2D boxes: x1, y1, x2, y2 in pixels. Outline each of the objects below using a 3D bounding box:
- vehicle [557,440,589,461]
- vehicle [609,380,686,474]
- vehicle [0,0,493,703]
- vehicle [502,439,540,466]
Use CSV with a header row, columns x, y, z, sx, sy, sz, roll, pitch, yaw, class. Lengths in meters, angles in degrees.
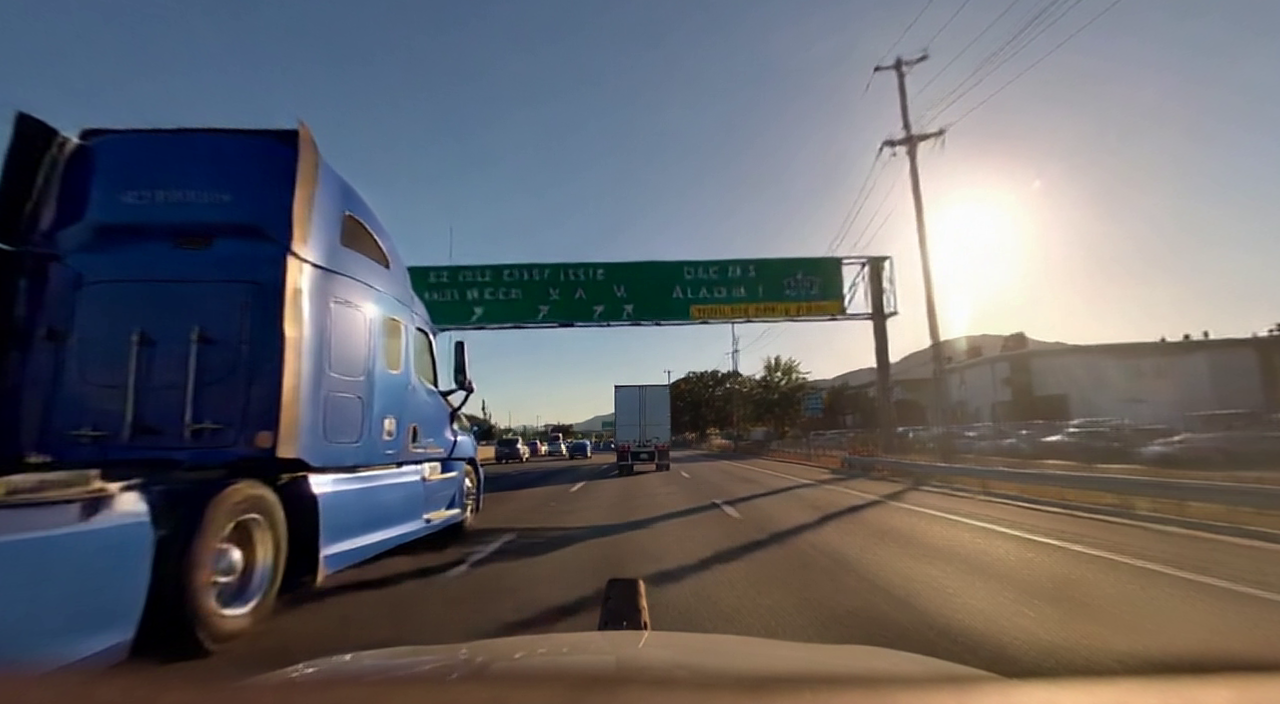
x,y,z,sx,sy,sz,roll,pitch,yaw,class
-4.873,7.223,46.234,1.933,1.459,4.478,0,-9,-1,vehicle
0.259,3.620,29.223,2.941,3.604,9.851,0,-9,0,vehicle
-3.947,0.266,5.726,3.061,3.891,8.658,0,-9,0,vehicle
-7.145,6.065,38.106,1.736,1.580,2.778,0,-9,0,vehicle
